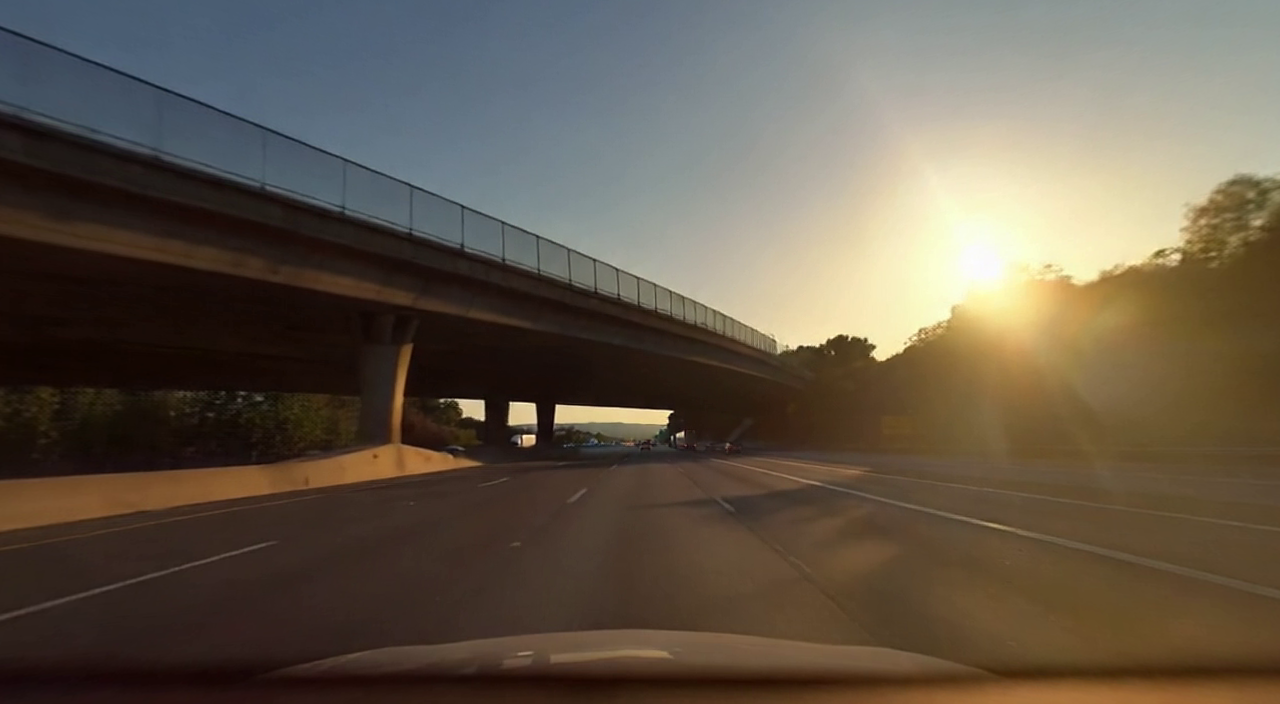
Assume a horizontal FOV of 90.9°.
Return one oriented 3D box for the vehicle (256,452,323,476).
[{"bbox_3d":[-24.380,7.811,44.096,1.933,1.476,4.830,0,-8,-1],"label":"vehicle"}]
